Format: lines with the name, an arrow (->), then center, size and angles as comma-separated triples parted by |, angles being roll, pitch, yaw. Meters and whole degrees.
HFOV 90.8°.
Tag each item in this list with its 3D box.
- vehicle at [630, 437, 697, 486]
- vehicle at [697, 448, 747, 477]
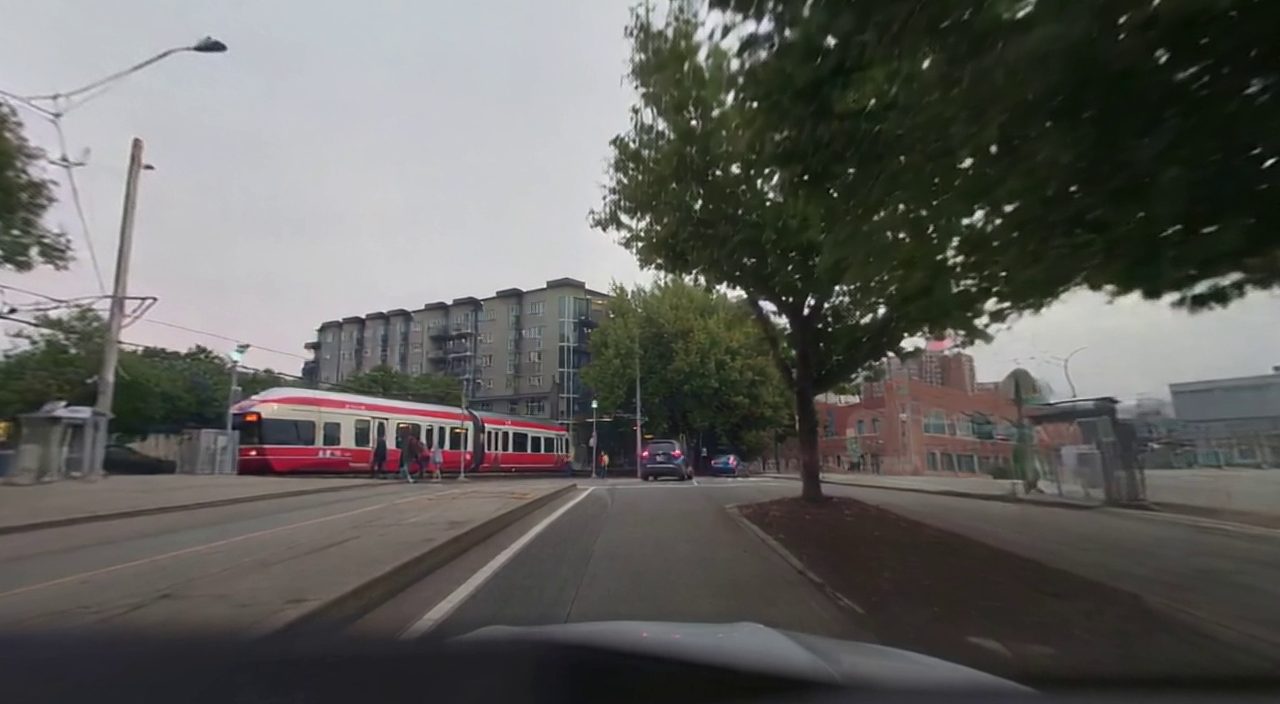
vehicle -> 1.043, 4.342, 25.458 | 2.263, 1.765, 4.237 | -1, -8, 8
vehicle -> 5.350, 7.089, 40.714 | 2.010, 1.725, 4.320 | -4, -9, 24
